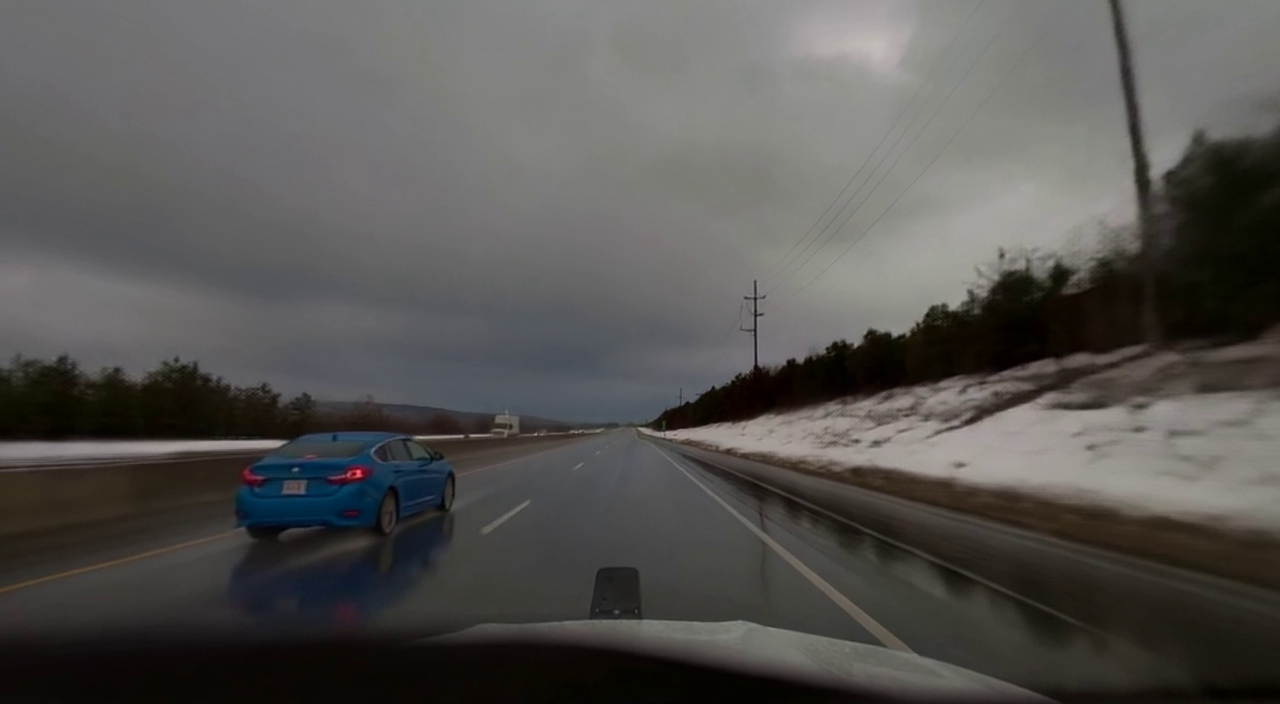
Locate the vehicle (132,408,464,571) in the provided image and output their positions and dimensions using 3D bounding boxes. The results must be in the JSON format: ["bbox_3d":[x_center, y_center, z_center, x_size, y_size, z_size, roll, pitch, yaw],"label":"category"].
[{"bbox_3d":[-3.818,1.580,8.024,1.999,1.536,3.969,0,-8,0],"label":"vehicle"}]
